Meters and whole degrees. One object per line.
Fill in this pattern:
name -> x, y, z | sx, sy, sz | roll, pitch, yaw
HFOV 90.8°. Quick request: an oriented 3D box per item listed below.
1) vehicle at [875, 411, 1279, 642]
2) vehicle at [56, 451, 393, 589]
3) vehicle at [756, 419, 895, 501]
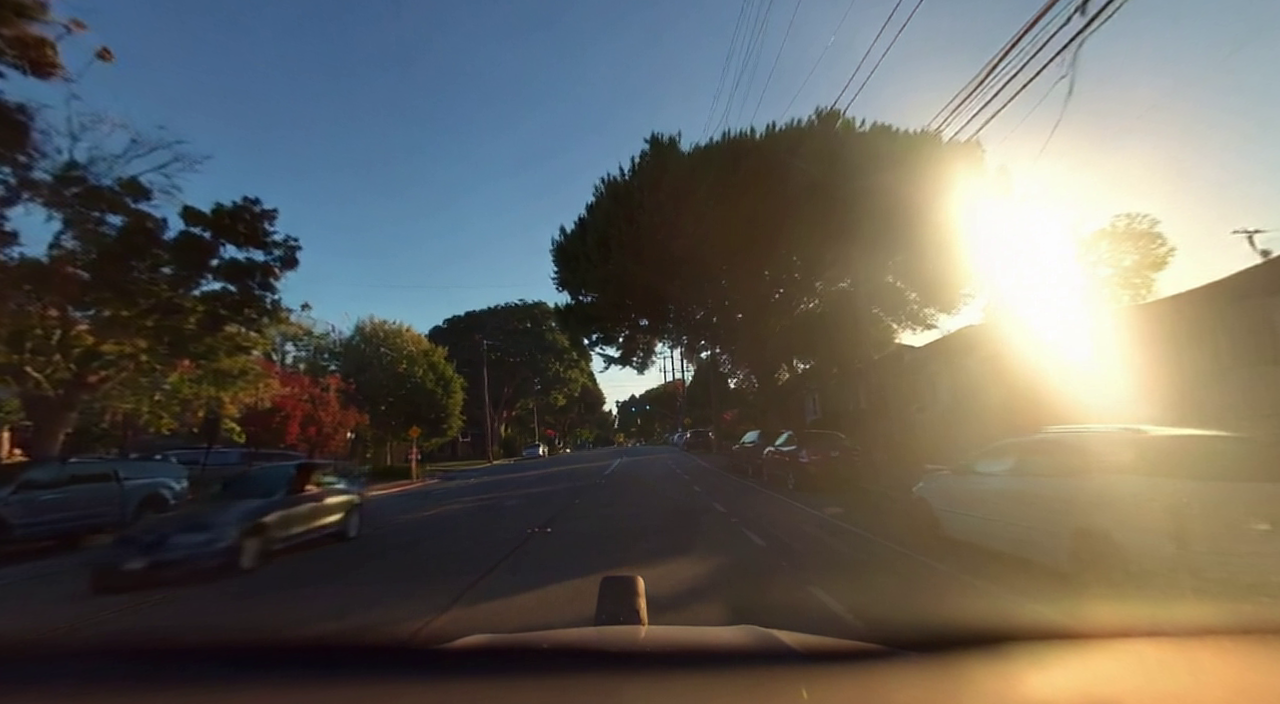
vehicle -> 4.525, 1.536, 6.809 | 2.001, 1.532, 5.029 | 0, -8, -1
vehicle -> -5.634, 2.277, 9.482 | 1.948, 1.502, 4.434 | -1, -8, 1
vehicle -> 4.542, 2.739, 16.377 | 1.980, 1.773, 4.853 | 0, -8, -2
